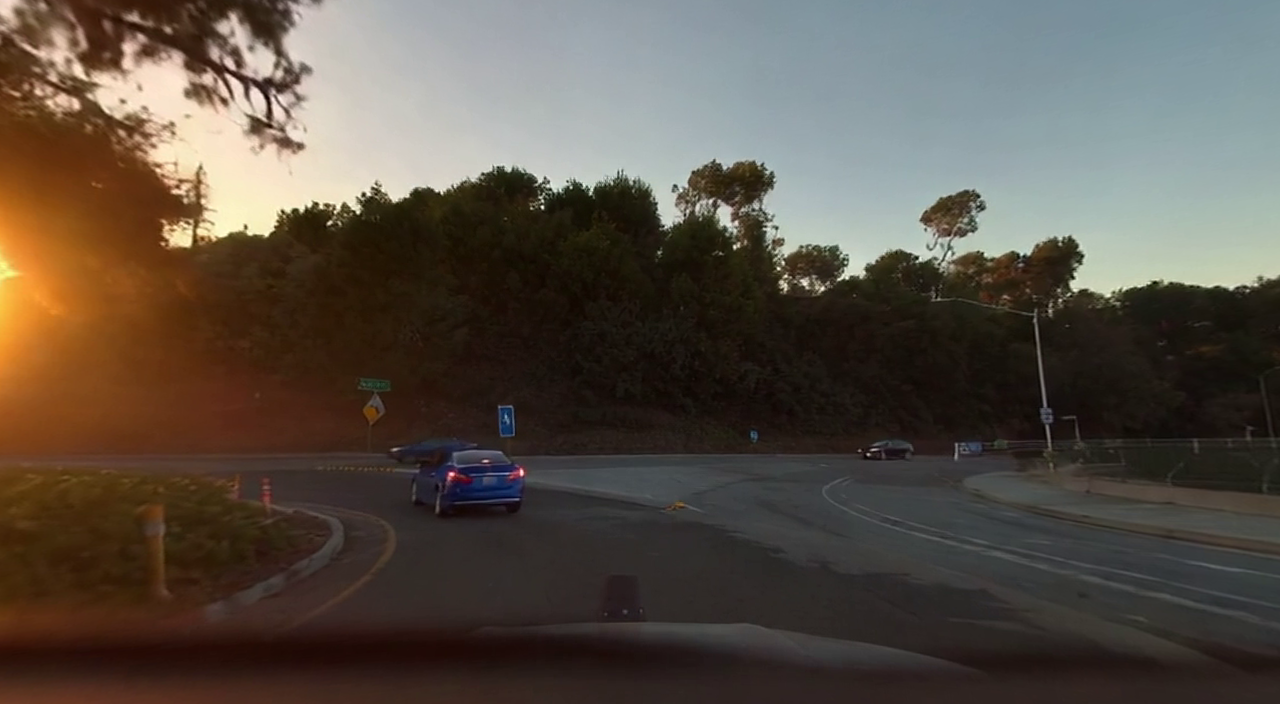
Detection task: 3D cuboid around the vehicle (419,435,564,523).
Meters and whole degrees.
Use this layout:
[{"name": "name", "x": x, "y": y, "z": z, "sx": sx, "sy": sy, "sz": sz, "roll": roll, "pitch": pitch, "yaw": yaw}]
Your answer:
[{"name": "vehicle", "x": -3.429, "y": 2.718, "z": 13.990, "sx": 2.078, "sy": 1.607, "sz": 4.010, "roll": 5, "pitch": -10, "yaw": -29}]
